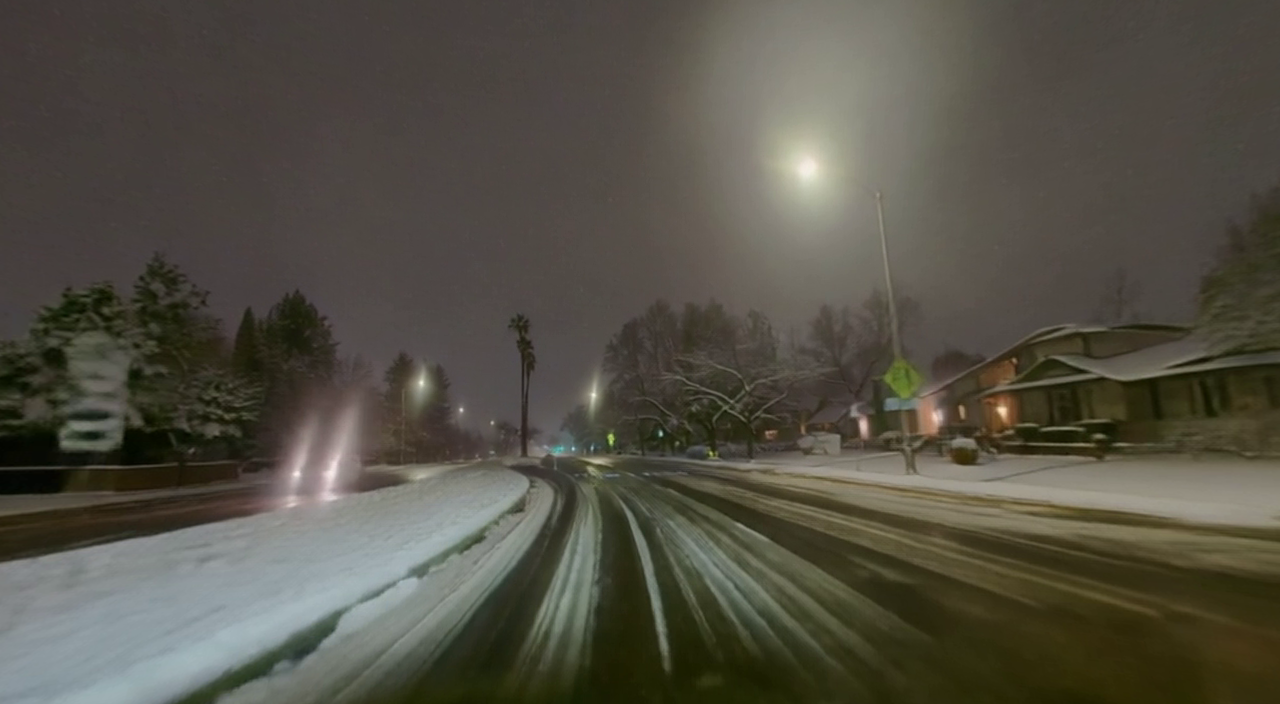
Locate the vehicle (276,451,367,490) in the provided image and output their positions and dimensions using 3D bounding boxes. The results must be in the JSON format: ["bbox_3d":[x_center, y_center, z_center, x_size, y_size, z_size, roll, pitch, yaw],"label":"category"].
[{"bbox_3d":[-13.733,5.110,27.537,1.965,1.492,4.498,0,-8,-5],"label":"vehicle"}]
